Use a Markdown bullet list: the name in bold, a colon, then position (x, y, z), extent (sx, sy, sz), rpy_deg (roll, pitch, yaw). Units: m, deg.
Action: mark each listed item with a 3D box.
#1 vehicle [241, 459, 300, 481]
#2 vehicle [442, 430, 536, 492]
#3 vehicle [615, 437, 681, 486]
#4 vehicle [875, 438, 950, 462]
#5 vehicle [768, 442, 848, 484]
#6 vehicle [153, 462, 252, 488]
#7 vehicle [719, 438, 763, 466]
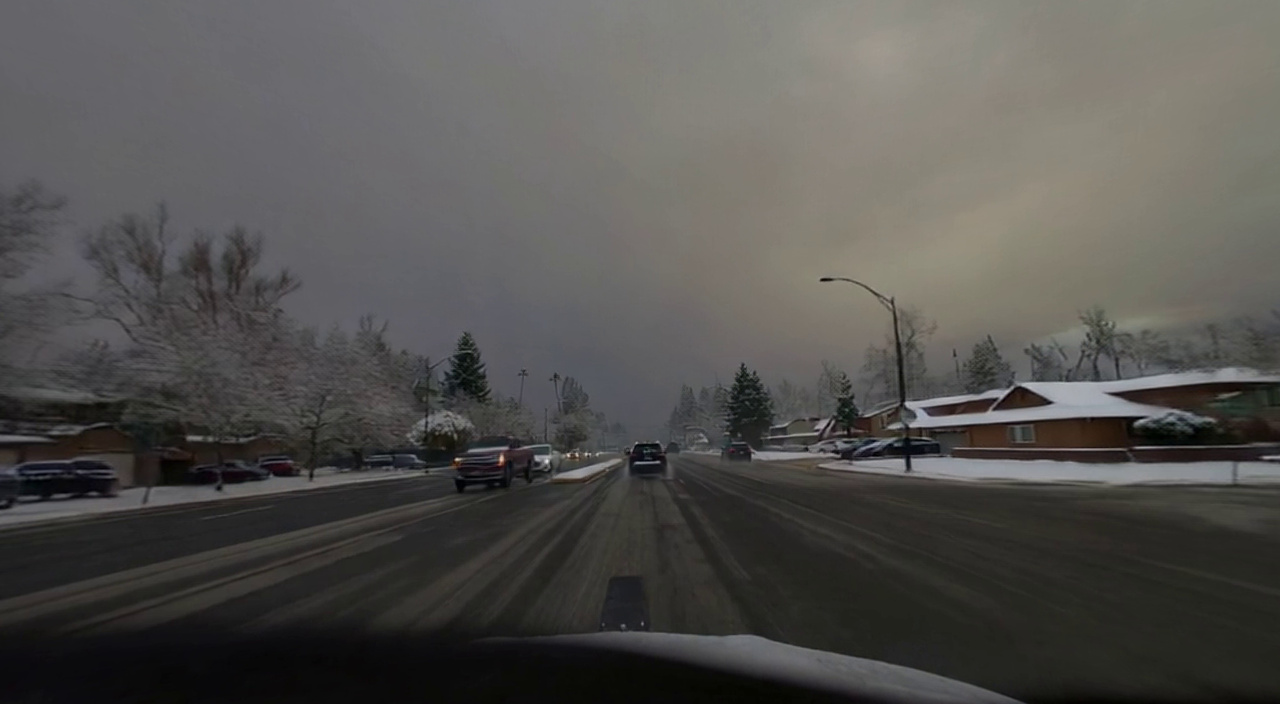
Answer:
- **vehicle**: position (-26.563, 8.466, 45.485), extent (1.726, 1.442, 4.081), rpy_deg (0, -9, 1)
- **vehicle**: position (-5.213, 3.822, 22.488), extent (2.193, 1.967, 4.600), rpy_deg (0, -9, 0)
- **vehicle**: position (0.234, 4.125, 24.086), extent (2.289, 1.679, 4.180), rpy_deg (0, -9, -1)
- **vehicle**: position (19.049, 6.847, 44.202), extent (4.368, 1.499, 1.828), rpy_deg (-2, -8, 2)
- **vehicle**: position (6.411, 4.269, 24.528), extent (1.897, 1.477, 4.360), rpy_deg (0, -9, 0)
- **vehicle**: position (-26.394, 7.411, 38.132), extent (4.548, 1.441, 1.946), rpy_deg (0, -8, 2)
- **vehicle**: position (7.516, 7.506, 47.475), extent (2.436, 2.010, 5.595), rpy_deg (0, -9, 0)
